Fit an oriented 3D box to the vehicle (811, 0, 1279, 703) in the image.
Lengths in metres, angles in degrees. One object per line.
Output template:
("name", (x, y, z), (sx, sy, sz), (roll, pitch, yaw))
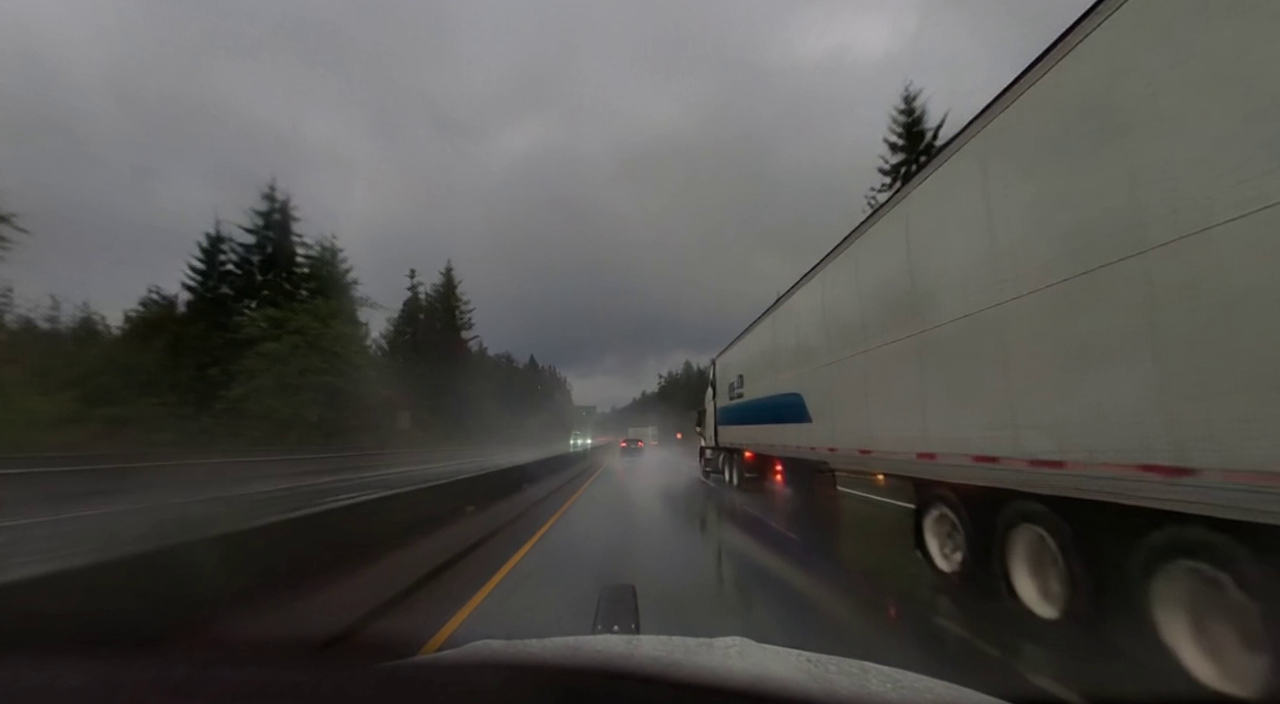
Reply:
("vehicle", (3.999, 0.022, 4.481), (3.006, 3.850, 8.310), (0, -8, -1))
